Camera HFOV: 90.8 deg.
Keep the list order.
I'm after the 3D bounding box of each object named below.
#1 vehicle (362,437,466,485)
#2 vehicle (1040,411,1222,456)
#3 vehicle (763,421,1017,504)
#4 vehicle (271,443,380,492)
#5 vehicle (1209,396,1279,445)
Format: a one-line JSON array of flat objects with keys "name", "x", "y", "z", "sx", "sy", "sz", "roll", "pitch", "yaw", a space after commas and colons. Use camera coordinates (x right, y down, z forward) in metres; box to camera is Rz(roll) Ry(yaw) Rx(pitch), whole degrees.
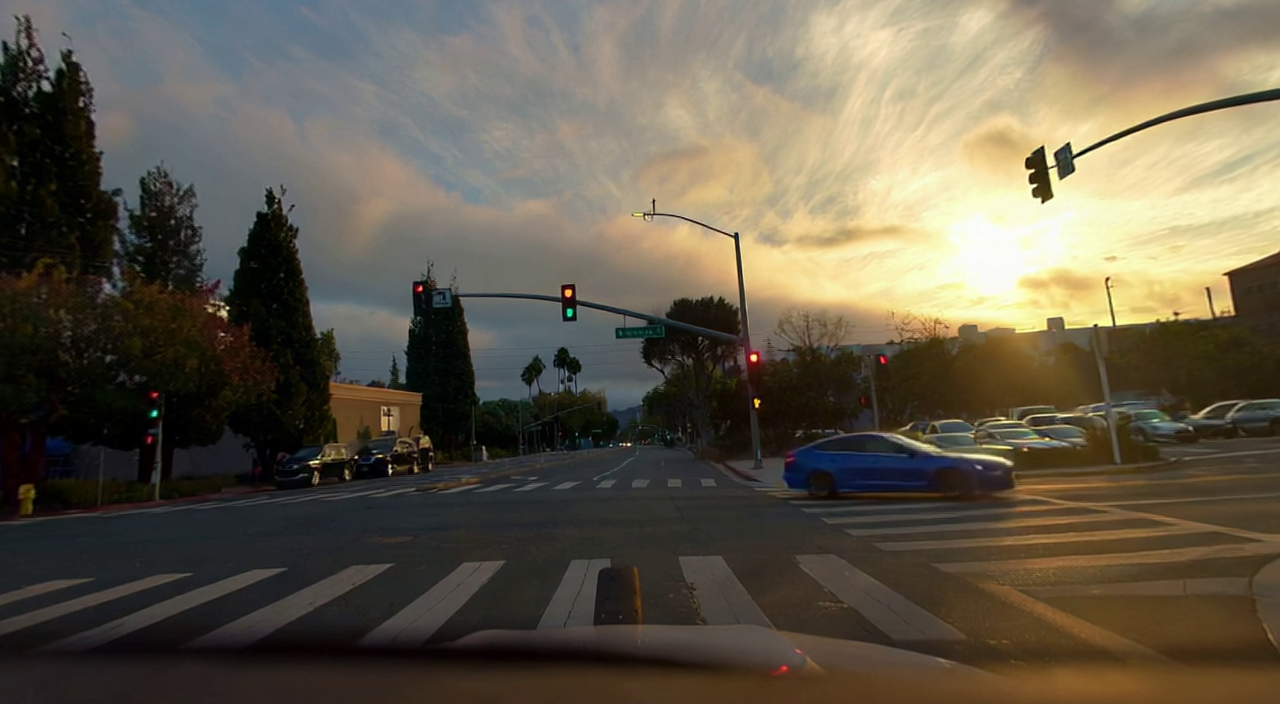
[{"name": "vehicle", "x": -10.142, "y": 4.931, "z": 28.999, "sx": 2.664, "sy": 1.940, "sz": 5.702, "roll": 0, "pitch": -9, "yaw": 0}, {"name": "vehicle", "x": 16.943, "y": 2.903, "z": 22.114, "sx": 4.560, "sy": 1.453, "sz": 1.851, "roll": -3, "pitch": -9, "yaw": 18}, {"name": "vehicle", "x": 5.156, "y": 2.276, "z": 13.288, "sx": 4.592, "sy": 1.470, "sz": 2.071, "roll": -5, "pitch": -10, "yaw": 28}, {"name": "vehicle", "x": -13.770, "y": 5.062, "z": 28.073, "sx": 2.306, "sy": 1.957, "sz": 4.968, "roll": 0, "pitch": -9, "yaw": -1}, {"name": "vehicle", "x": 25.862, "y": 2.977, "z": 26.644, "sx": 2.098, "sy": 1.857, "sz": 4.861, "roll": -6, "pitch": -11, "yaw": 35}]
